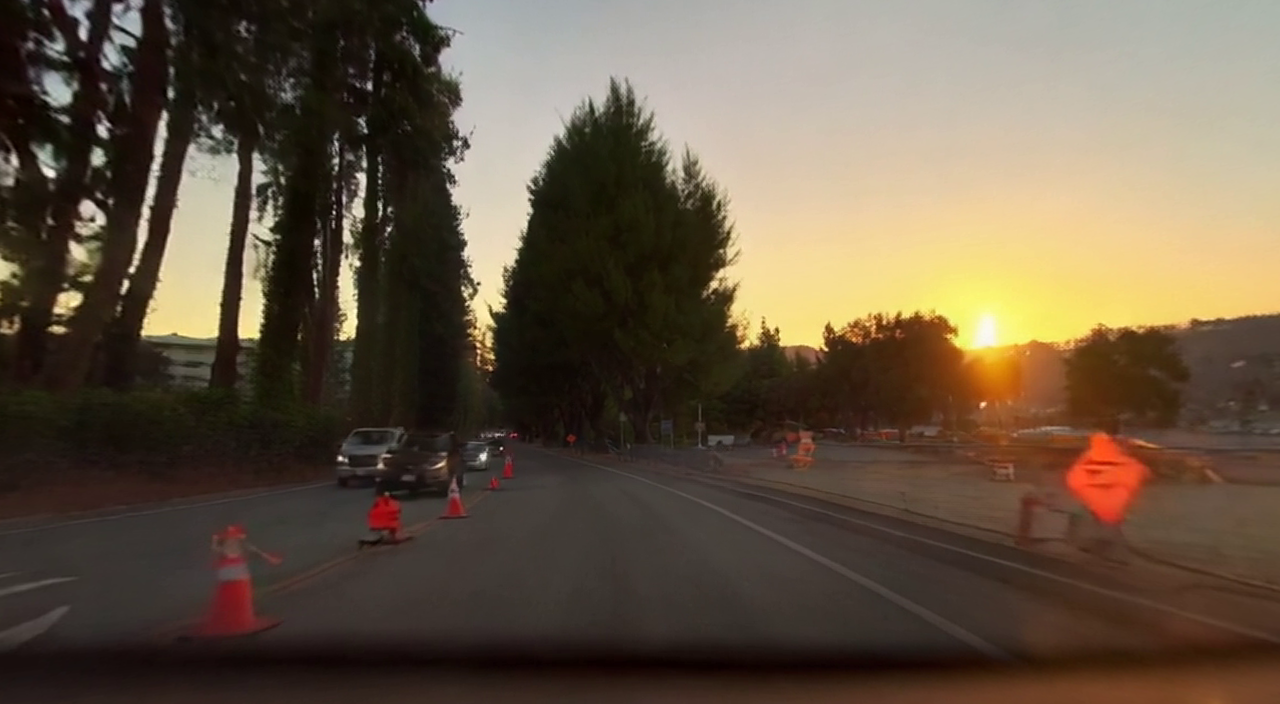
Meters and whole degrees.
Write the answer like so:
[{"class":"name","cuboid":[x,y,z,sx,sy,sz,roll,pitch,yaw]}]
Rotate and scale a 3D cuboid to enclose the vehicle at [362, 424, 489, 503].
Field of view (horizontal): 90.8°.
[{"class":"vehicle","cuboid":[-5.767,3.025,17.676,2.193,1.885,4.474,0,-8,-4]}]
